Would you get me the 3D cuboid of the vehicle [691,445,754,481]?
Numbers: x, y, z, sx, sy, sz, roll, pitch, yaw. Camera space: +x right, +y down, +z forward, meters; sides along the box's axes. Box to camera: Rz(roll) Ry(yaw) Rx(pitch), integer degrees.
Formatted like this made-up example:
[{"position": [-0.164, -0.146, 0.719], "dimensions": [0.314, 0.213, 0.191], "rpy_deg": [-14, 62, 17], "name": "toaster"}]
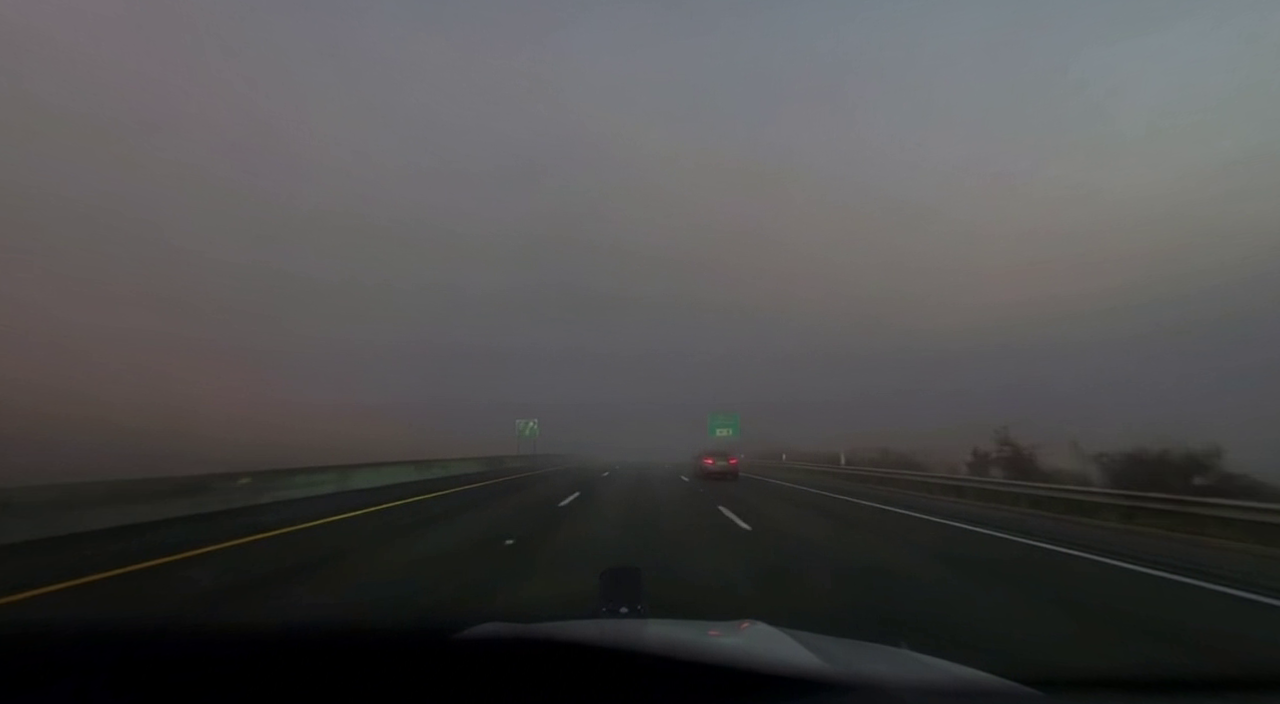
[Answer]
[{"position": [3.592, 4.894, 28.253], "dimensions": [2.193, 1.462, 4.533], "rpy_deg": [0, -8, 0], "name": "vehicle"}]
